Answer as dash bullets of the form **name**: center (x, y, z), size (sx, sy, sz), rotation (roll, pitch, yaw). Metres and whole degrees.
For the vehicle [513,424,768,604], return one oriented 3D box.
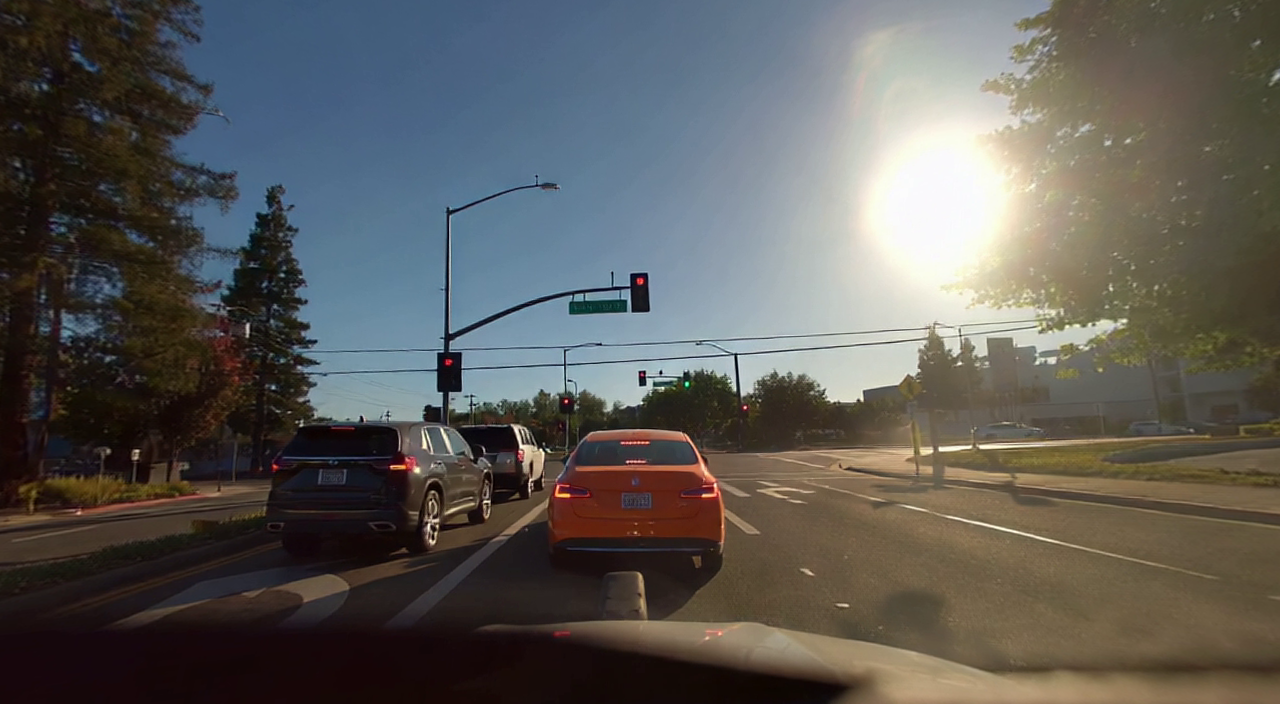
- **vehicle**: center (-0.048, 1.643, 7.325), size (2.126, 1.475, 3.967), rotation (0, -8, -2)

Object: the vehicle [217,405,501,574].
- **vehicle**: center (-3.418, 1.754, 8.807), size (2.046, 1.751, 4.208), rotation (0, -8, -1)
